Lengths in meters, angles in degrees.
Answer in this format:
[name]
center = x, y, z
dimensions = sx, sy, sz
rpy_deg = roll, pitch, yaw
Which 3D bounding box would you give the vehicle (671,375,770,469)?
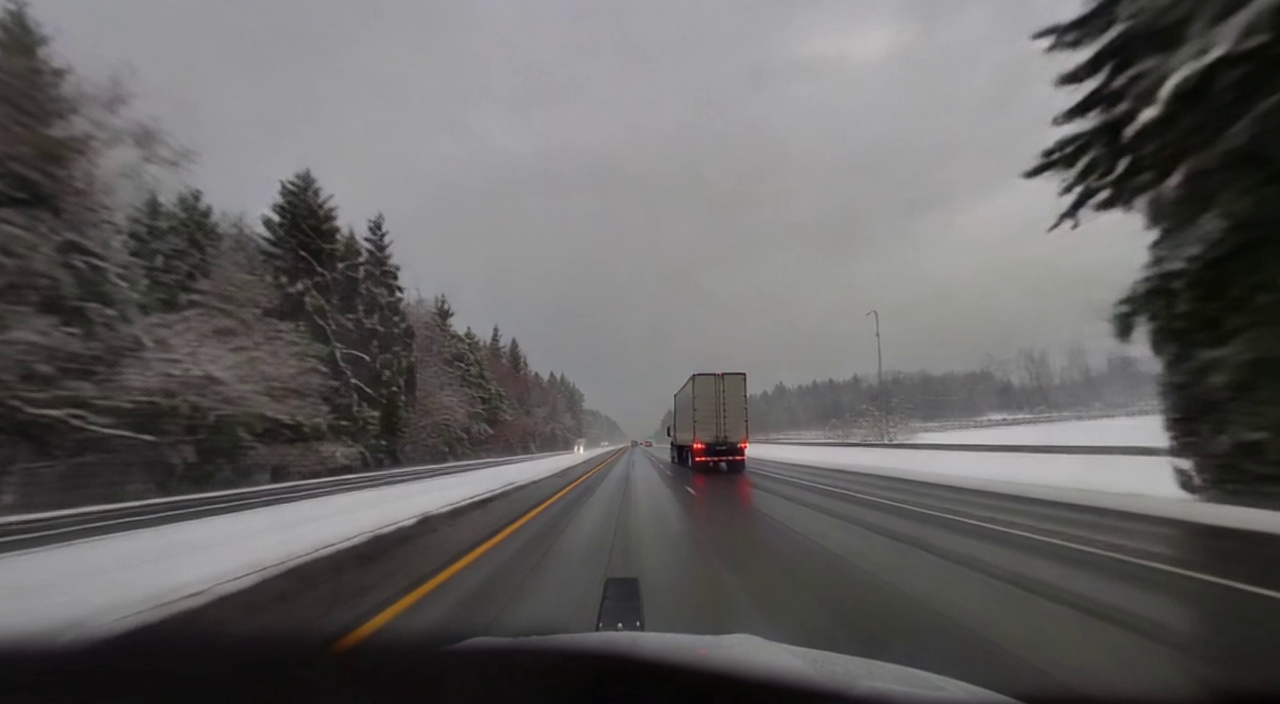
[vehicle]
center = 3.879, 4.084, 34.813
dimensions = 3.357, 4.101, 14.659
rpy_deg = 0, -8, -1
